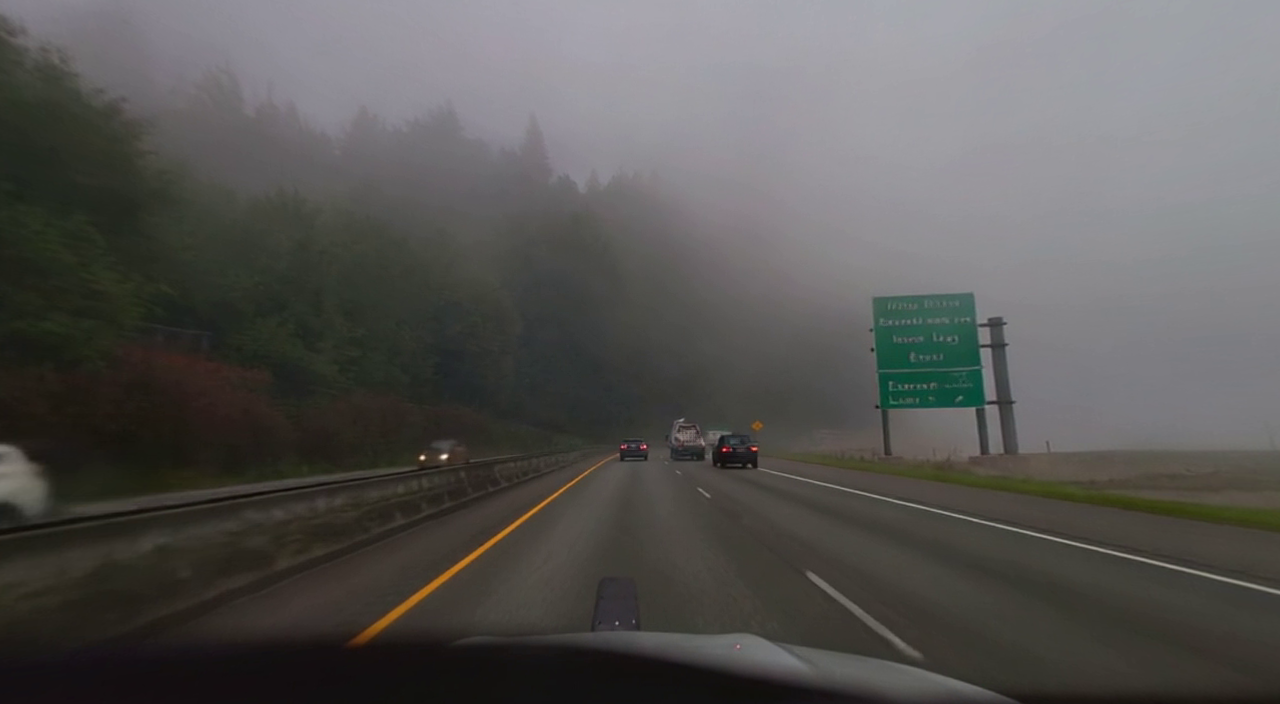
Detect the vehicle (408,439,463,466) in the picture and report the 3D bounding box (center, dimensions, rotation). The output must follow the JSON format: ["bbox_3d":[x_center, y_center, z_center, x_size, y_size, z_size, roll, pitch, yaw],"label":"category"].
[{"bbox_3d":[-13.957,6.876,43.424,2.227,1.701,4.779,0,-8,0],"label":"vehicle"}]

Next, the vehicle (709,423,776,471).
[{"bbox_3d":[4.310,4.054,27.208,2.073,1.905,4.023,0,-8,-3],"label":"vehicle"}]

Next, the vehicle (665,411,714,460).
[{"bbox_3d":[3.297,5.764,43.657,2.728,3.053,7.708,0,-8,0],"label":"vehicle"}]

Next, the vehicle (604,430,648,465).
[{"bbox_3d":[-0.725,4.992,33.184,2.206,1.681,4.111,0,-8,-1],"label":"vehicle"}]
